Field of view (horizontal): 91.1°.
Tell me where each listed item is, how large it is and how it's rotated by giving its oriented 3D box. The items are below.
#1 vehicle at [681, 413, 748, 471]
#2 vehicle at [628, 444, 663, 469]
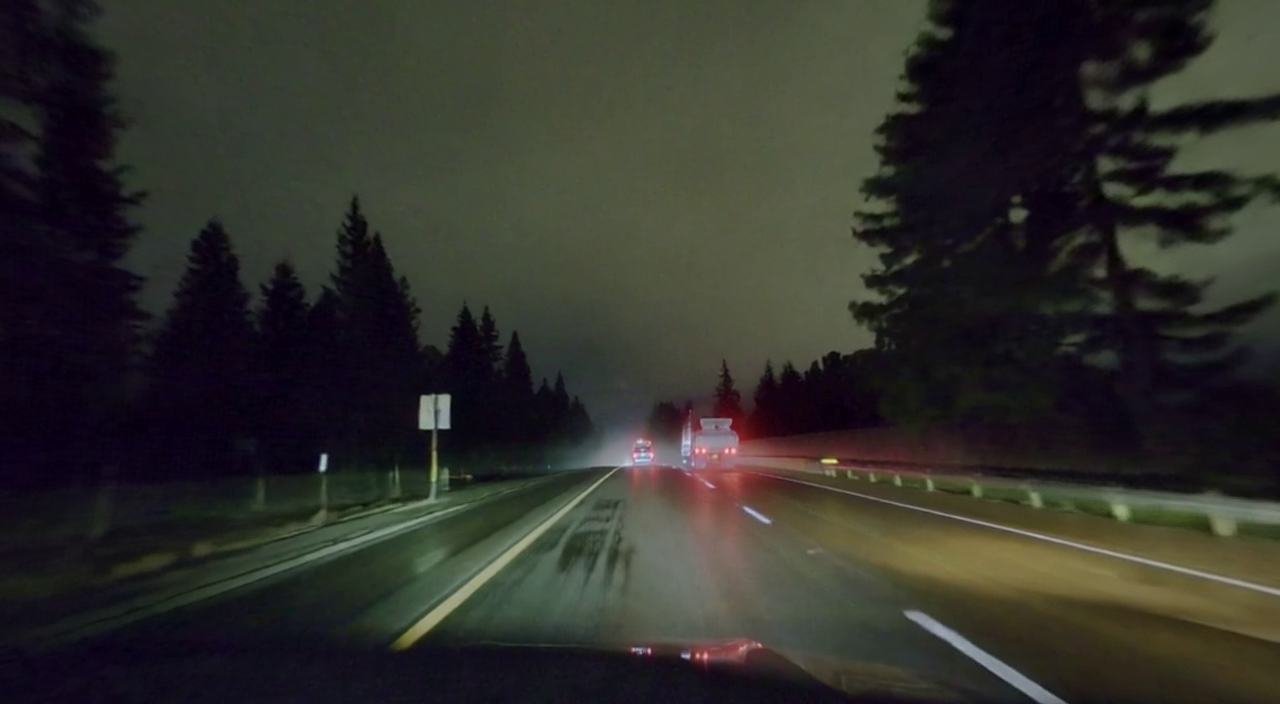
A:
[{"bbox_3d":[4.399,5.593,38.911,3.015,3.211,7.982,0,-8,-1],"label":"vehicle"},{"bbox_3d":[0.360,6.680,40.368,2.170,1.544,4.373,0,-8,1],"label":"vehicle"}]
